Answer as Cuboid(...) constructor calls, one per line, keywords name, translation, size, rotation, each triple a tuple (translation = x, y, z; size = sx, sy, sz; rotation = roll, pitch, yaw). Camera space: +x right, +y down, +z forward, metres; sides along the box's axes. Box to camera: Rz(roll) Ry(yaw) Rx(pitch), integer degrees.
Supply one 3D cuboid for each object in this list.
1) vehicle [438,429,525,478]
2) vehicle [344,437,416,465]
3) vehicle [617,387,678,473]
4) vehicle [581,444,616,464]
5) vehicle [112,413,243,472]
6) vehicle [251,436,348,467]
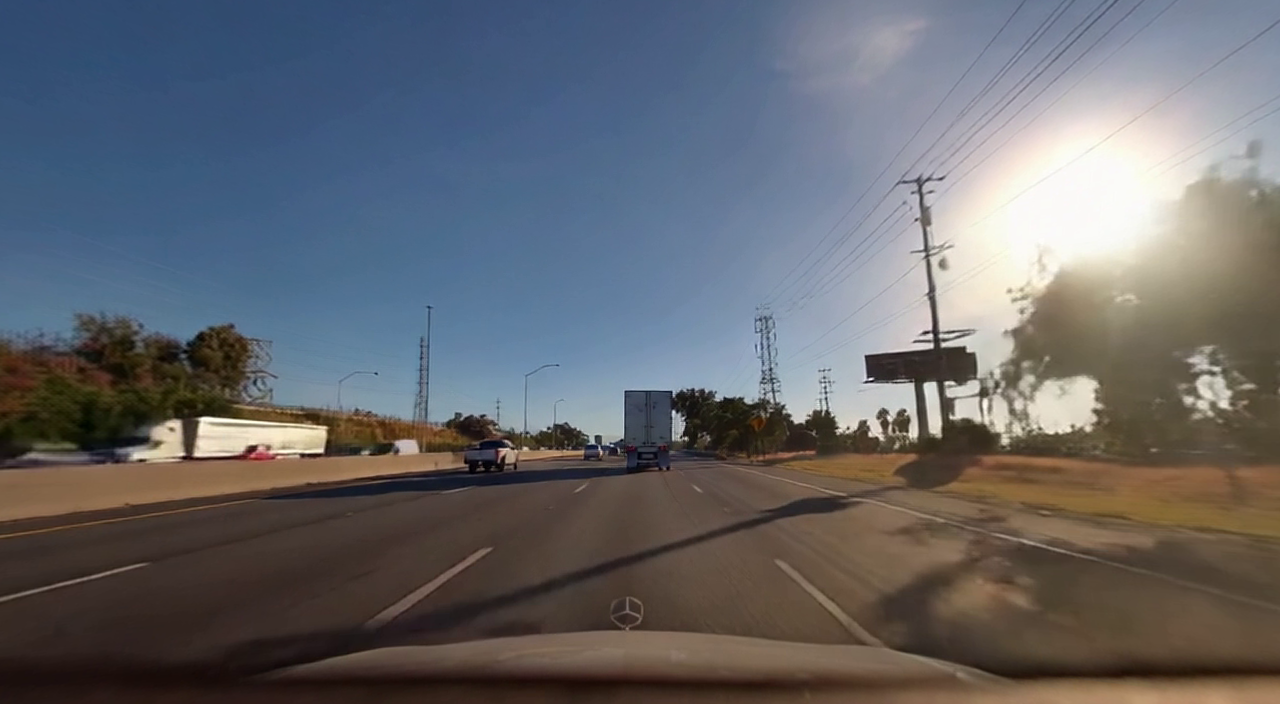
Cuboid(name="vehicle", translation=(-6.920, 4.531, 28.327), size=(2.263, 1.936, 5.802), rotation=(0, -8, 2))
Cuboid(name="vehicle", translation=(-17.778, 6.785, 43.542), size=(2.331, 1.778, 6.072), rotation=(0, -8, 1))
Cuboid(name="vehicle", translation=(0.567, 4.521, 35.638), size=(2.879, 4.027, 11.243), rotation=(-1, -8, 2))
Cuboid(name="vehicle", translation=(-3.082, 7.713, 47.949), size=(2.138, 1.469, 4.677), rotation=(-1, -8, 3))
Cuboid(name="vehicle", translation=(-32.612, 6.472, 45.029), size=(3.037, 3.770, 7.991), rotation=(0, -8, 1))
Cuboid(name="vehicle", translation=(-21.908, 6.436, 40.989), size=(2.849, 1.831, 6.164), rotation=(0, -8, 1))
